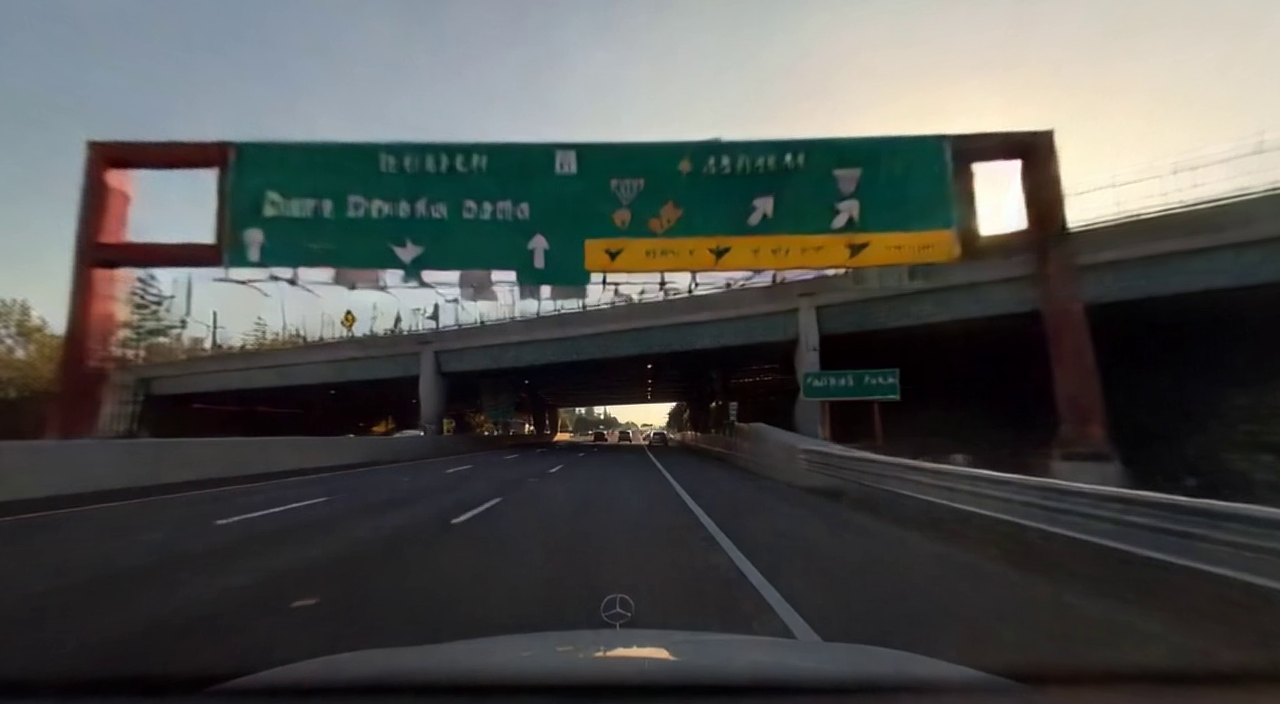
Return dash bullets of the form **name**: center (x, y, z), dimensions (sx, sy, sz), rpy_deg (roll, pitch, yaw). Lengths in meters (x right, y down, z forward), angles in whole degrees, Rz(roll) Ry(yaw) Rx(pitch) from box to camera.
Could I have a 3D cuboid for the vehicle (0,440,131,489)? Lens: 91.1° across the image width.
- **vehicle**: center (-20.373, 3.796, 21.770), dimensions (1.816, 1.493, 4.415), rpy_deg (0, -8, -1)
